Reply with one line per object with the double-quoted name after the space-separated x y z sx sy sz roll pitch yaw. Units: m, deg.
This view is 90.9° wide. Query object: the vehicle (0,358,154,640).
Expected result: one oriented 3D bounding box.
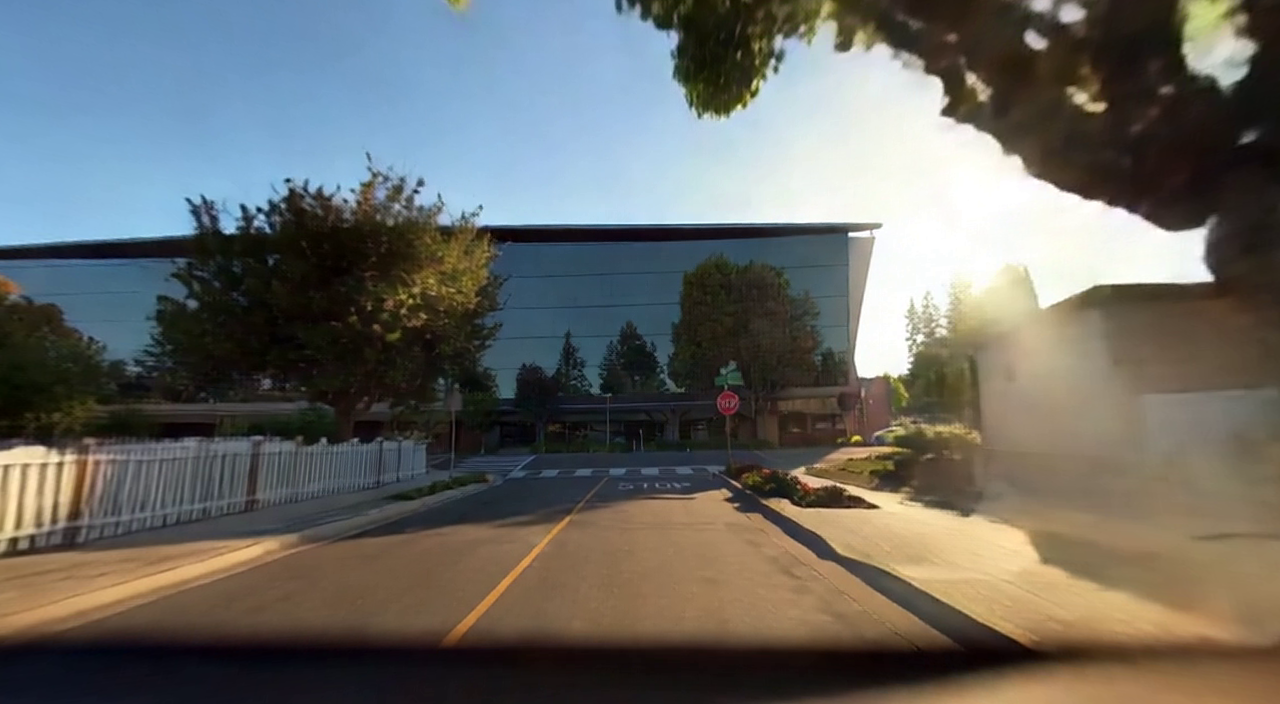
-5.602 0.795 2.488 2.308 1.899 6.107 -1 -7 3 "vehicle"
